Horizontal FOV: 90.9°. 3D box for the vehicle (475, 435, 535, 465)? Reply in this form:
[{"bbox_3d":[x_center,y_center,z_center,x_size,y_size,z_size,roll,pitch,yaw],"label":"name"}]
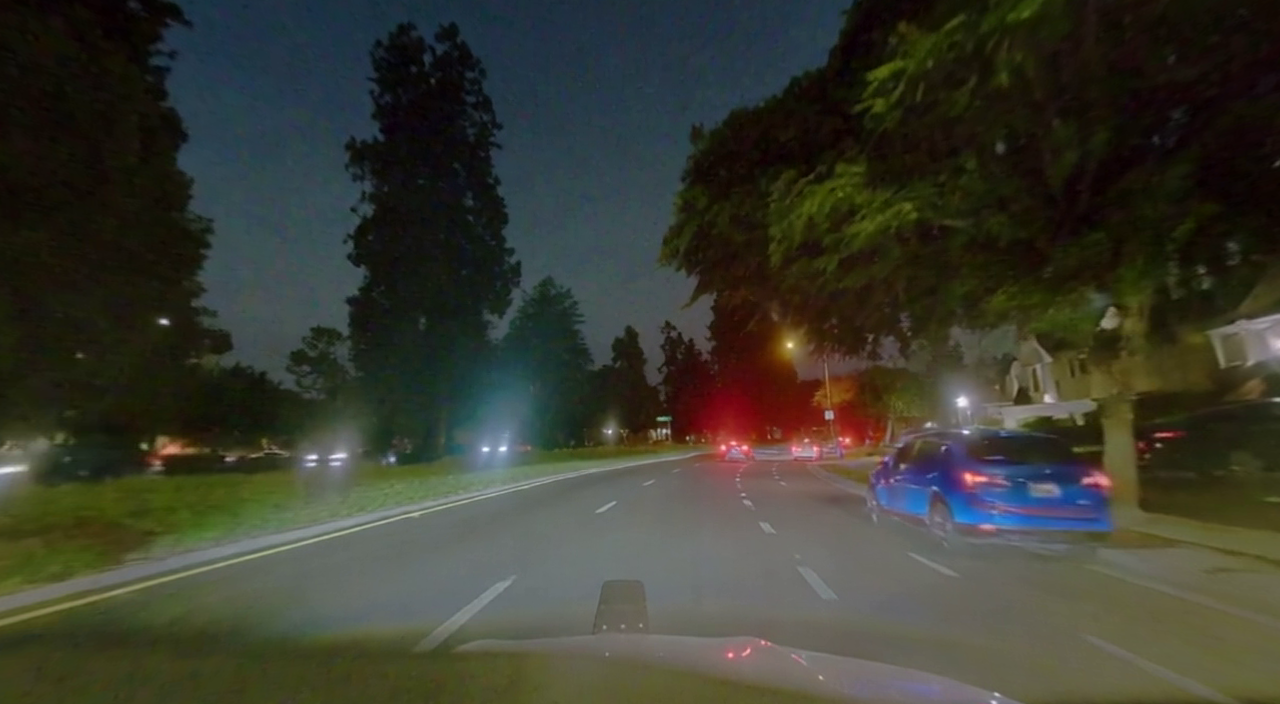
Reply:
[{"bbox_3d":[-8.474,6.209,40.002,2.071,1.728,4.514,-2,-9,12],"label":"vehicle"}]

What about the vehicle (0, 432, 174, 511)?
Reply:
[{"bbox_3d":[-15.973,3.170,17.244,2.281,1.822,5.025,-1,-8,6],"label":"vehicle"}]

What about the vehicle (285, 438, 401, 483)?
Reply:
[{"bbox_3d":[-11.221,4.109,24.262,1.907,1.539,4.430,-1,-8,7],"label":"vehicle"}]

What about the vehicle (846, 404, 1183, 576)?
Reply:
[{"bbox_3d":[4.474,1.700,8.528,2.169,1.713,4.137,-1,-8,4],"label":"vehicle"}]

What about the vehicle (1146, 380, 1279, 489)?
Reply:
[{"bbox_3d":[12.106,1.437,11.055,4.612,1.721,2.052,0,-8,0],"label":"vehicle"}]

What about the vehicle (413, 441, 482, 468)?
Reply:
[{"bbox_3d":[-12.225,6.566,40.352,2.006,1.575,4.496,-4,-10,17],"label":"vehicle"}]

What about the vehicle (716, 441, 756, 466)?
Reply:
[{"bbox_3d":[6.216,6.478,40.447,2.050,1.456,4.003,-2,-9,14],"label":"vehicle"}]
